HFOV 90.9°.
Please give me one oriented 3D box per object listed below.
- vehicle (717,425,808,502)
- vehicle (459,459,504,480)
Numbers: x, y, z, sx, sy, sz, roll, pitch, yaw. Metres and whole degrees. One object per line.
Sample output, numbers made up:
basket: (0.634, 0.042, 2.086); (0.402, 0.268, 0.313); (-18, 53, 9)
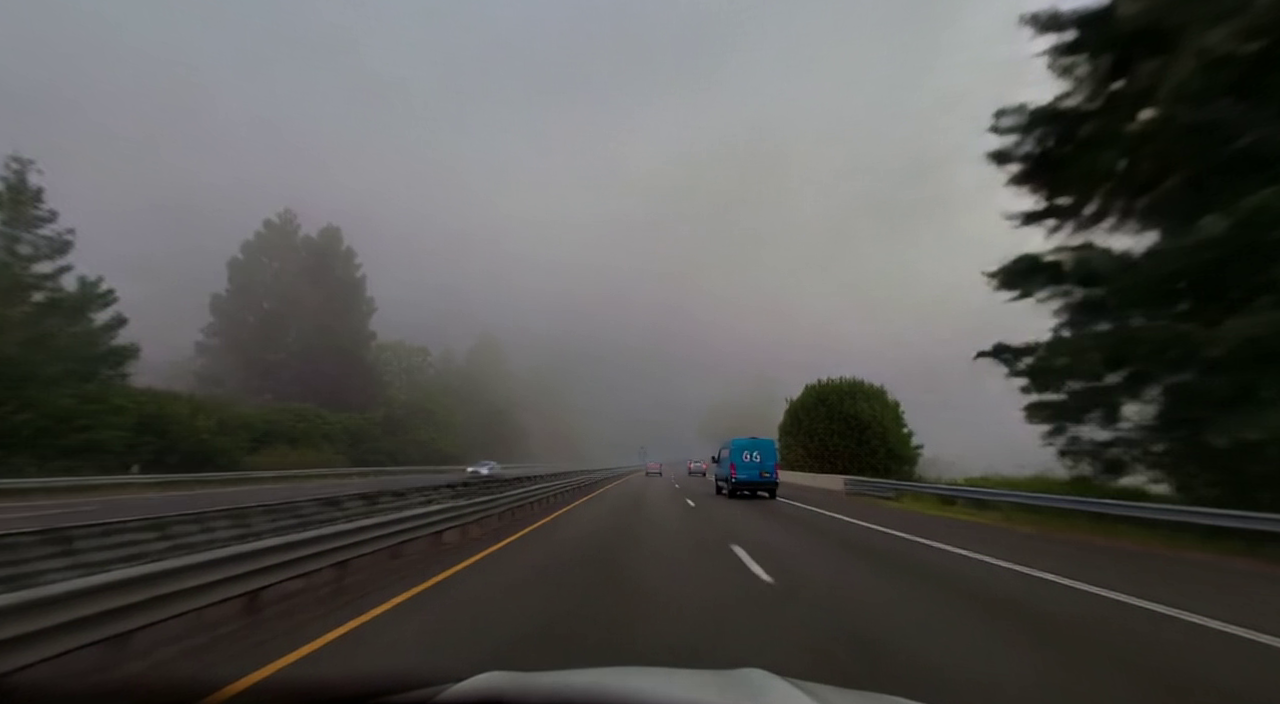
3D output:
vehicle: (4.558, 4.379, 24.649); (2.366, 2.595, 5.793); (0, -11, 0)
vehicle: (-11.700, 8.715, 46.783); (1.917, 1.465, 4.638); (0, -11, 2)
